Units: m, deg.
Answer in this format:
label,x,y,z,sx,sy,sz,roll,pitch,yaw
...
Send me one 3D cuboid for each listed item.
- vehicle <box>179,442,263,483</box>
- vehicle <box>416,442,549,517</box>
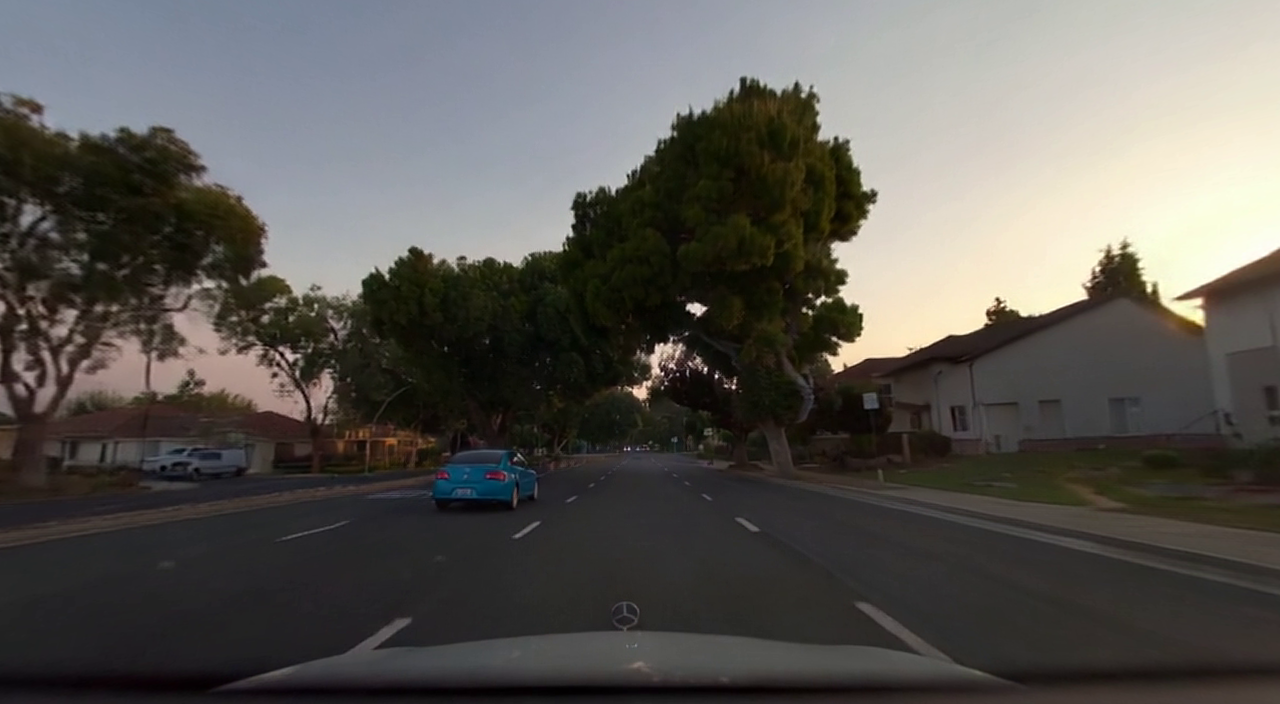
label,x,y,z,sx,sy,sz,roll,pitch,yaw
vehicle,-26.175,6.911,39.587,3.358,2.439,2.686,1,-9,-7
vehicle,-3.448,2.880,14.747,2.005,1.477,4.169,0,-9,0
